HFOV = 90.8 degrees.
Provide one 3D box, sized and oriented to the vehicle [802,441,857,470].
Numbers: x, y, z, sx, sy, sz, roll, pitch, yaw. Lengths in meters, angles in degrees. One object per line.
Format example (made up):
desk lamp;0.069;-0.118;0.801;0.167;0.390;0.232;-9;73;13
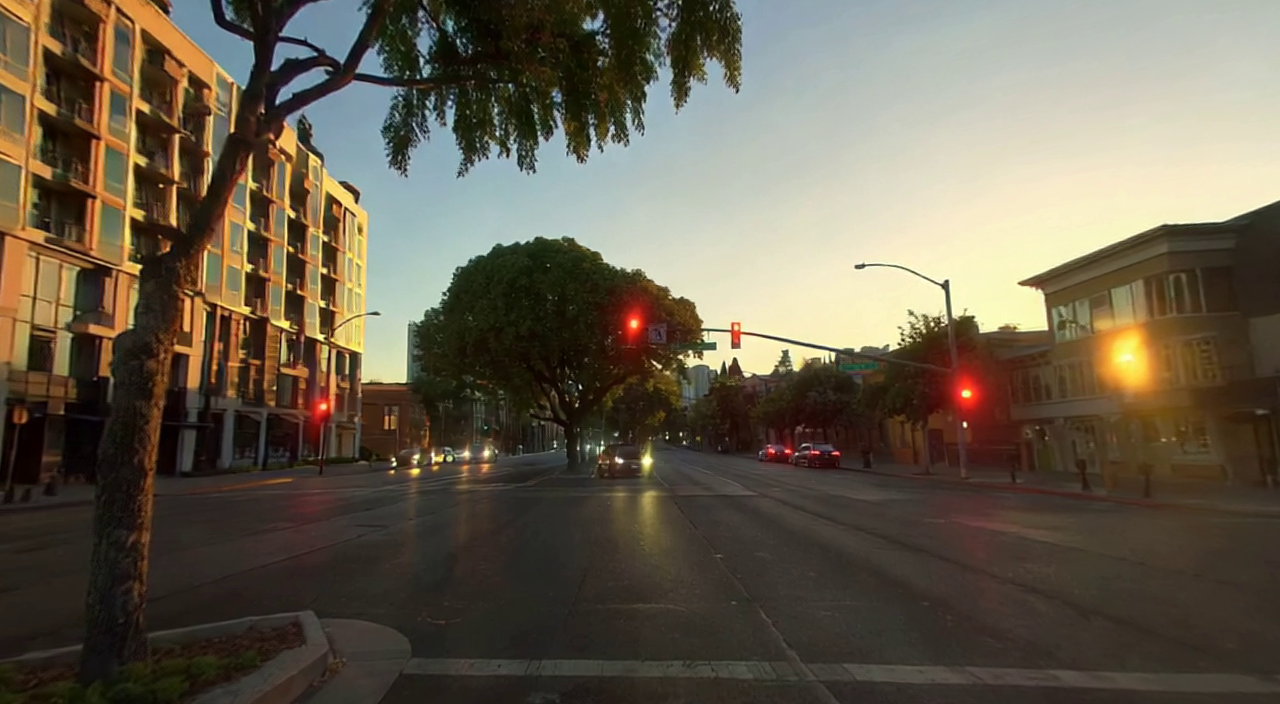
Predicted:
vehicle;13.051;7.126;43.841;2.181;1.876;4.723;0;-8;-2

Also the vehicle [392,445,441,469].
vehicle;-16.485;7.730;46.763;2.075;1.708;4.335;0;-8;-1

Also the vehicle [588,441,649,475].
vehicle;-1.083;4.908;29.606;1.933;1.460;4.683;2;-9;-13
